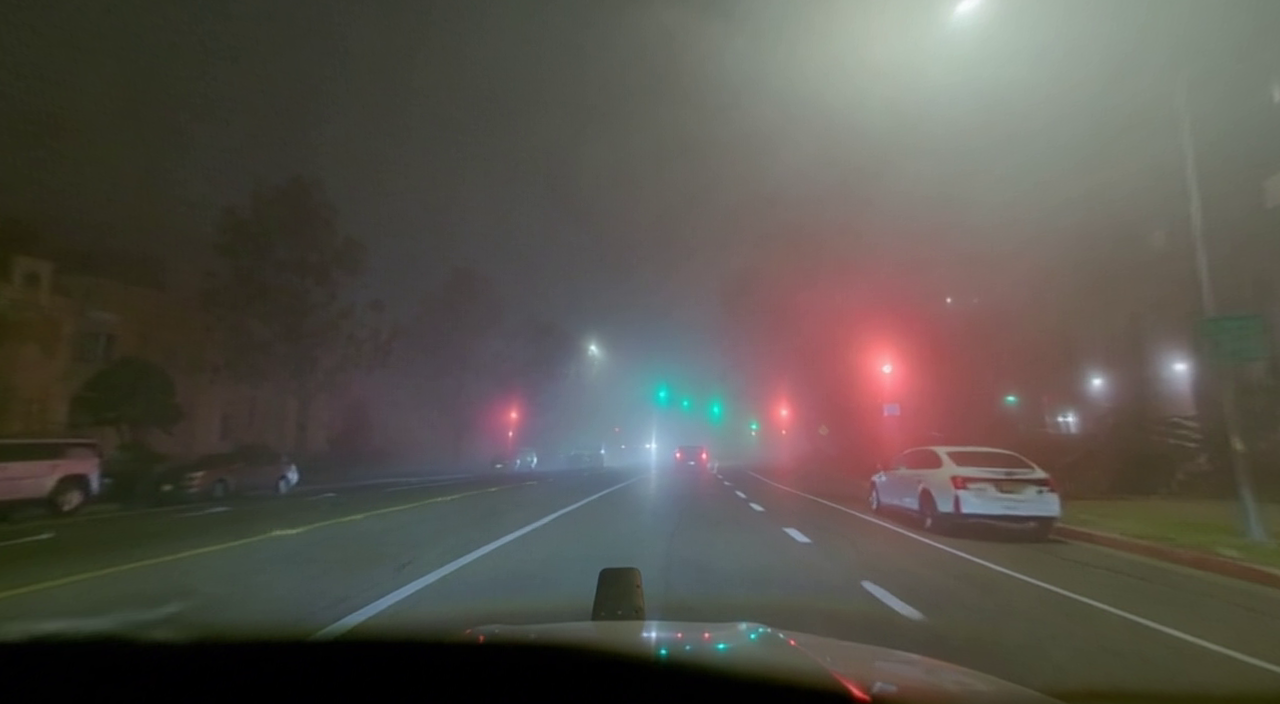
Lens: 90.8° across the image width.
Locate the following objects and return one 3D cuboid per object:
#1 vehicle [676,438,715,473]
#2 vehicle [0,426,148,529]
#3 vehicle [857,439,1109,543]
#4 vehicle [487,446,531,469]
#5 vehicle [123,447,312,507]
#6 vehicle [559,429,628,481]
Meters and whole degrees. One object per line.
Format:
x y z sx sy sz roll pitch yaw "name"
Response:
2.895 5.290 32.543 1.852 1.680 4.488 -1 -8 6 "vehicle"
-12.640 2.395 12.260 2.115 1.853 4.745 -1 -8 4 "vehicle"
5.848 2.388 11.731 2.104 1.489 4.962 0 -8 3 "vehicle"
-8.965 7.253 43.533 1.876 1.492 3.790 -1 -9 5 "vehicle"
-11.911 3.495 18.308 1.782 1.472 4.744 -1 -8 7 "vehicle"
-1.706 3.977 24.665 1.877 1.827 4.298 -1 -8 7 "vehicle"
